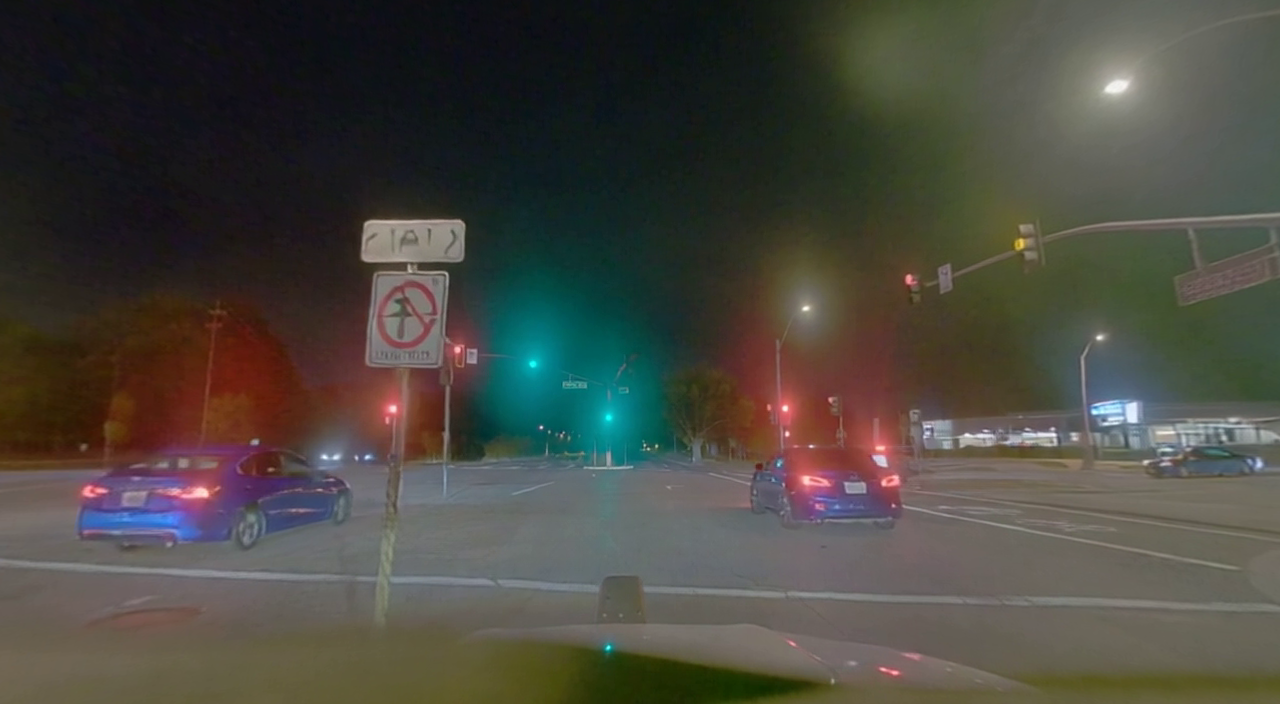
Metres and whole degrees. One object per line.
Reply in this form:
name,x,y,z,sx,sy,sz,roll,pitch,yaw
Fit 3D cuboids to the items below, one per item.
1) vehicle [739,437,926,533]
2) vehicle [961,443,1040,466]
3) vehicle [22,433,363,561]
vehicle,3.430,2.443,12.322,1.940,1.487,4.562,0,-8,-4
vehicle,27.612,7.831,48.502,2.026,1.657,5.260,2,-9,-15
vehicle,-6.234,2.028,9.684,1.995,1.470,4.556,0,-8,-2
